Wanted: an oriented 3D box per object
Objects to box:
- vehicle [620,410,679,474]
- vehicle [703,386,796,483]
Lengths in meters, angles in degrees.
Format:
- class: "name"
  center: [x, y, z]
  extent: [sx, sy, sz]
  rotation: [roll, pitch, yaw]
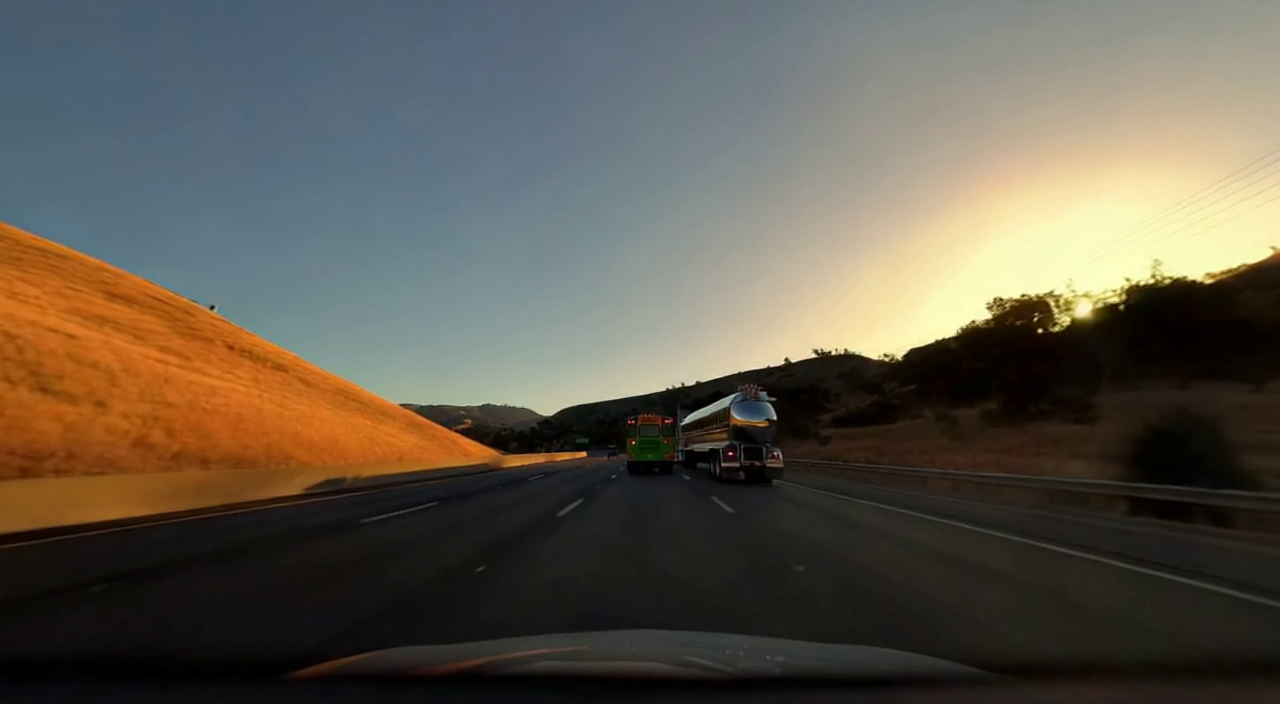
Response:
- class: "vehicle"
  center: [0.510, 5.330, 37.330]
  extent: [2.948, 3.265, 10.569]
  rotation: [0, -8, 0]
- class: "vehicle"
  center: [4.524, 3.655, 27.744]
  extent: [2.716, 3.705, 7.018]
  rotation: [0, -8, -1]
